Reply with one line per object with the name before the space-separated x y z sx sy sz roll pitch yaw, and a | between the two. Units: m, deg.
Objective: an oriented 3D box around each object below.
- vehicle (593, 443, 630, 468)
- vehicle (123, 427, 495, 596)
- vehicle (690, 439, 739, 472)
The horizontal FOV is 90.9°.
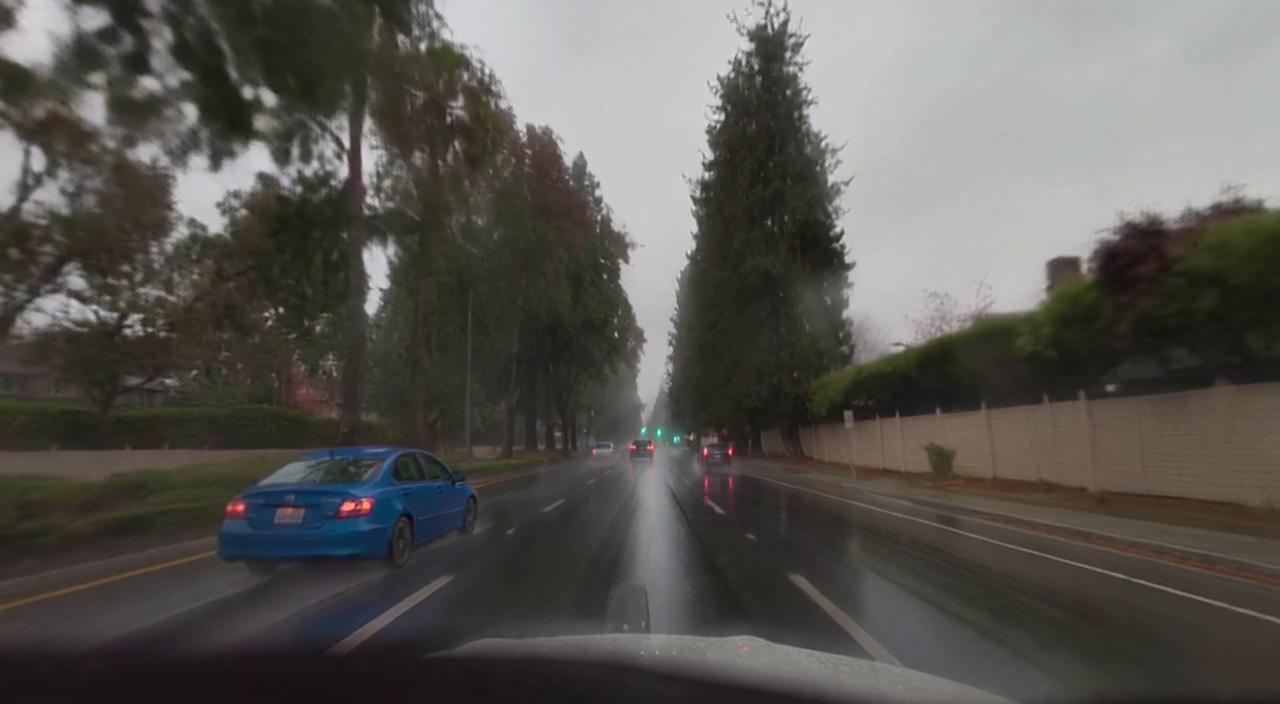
vehicle | -1.750 6.623 40.566 1.940 1.473 4.133 -1 -8 4
vehicle | -3.580 1.814 8.256 2.091 1.503 4.989 0 -8 1
vehicle | 4.052 5.661 34.815 2.182 1.688 4.187 0 -8 0
